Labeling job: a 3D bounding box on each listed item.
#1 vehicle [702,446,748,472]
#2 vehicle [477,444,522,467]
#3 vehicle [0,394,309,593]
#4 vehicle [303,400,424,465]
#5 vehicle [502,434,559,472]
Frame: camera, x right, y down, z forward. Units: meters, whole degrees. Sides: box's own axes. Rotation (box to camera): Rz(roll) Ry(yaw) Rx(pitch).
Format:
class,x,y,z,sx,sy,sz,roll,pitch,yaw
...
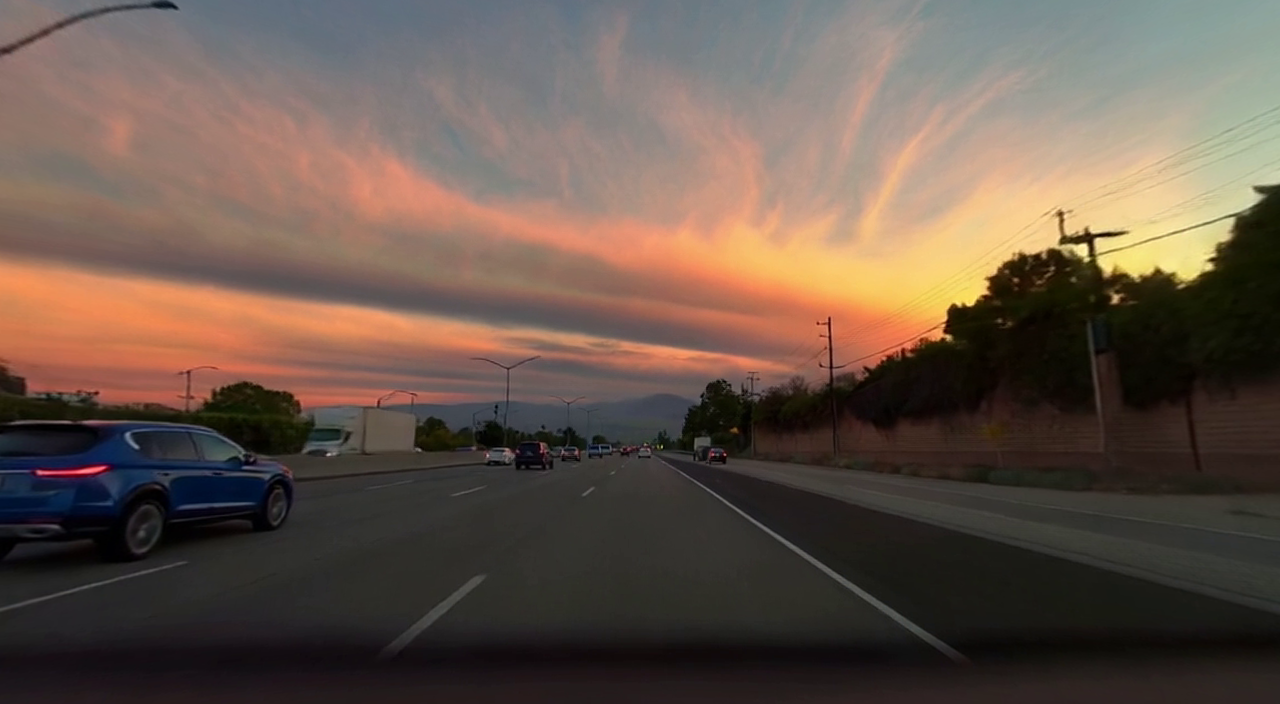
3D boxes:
class,x,y,z,sx,sy,sz,roll,pitch,yaw
vehicle,5.237,6.667,39.430,2.251,1.520,4.550,1,-9,-1
vehicle,-9.774,7.226,44.000,2.042,1.485,4.395,1,-9,1
vehicle,-6.404,1.556,7.773,2.058,1.698,4.567,1,-9,1
vehicle,-18.842,5.797,44.144,3.188,3.921,11.276,1,-9,1
vehicle,-6.061,5.684,35.498,2.255,1.934,4.868,1,-9,1
